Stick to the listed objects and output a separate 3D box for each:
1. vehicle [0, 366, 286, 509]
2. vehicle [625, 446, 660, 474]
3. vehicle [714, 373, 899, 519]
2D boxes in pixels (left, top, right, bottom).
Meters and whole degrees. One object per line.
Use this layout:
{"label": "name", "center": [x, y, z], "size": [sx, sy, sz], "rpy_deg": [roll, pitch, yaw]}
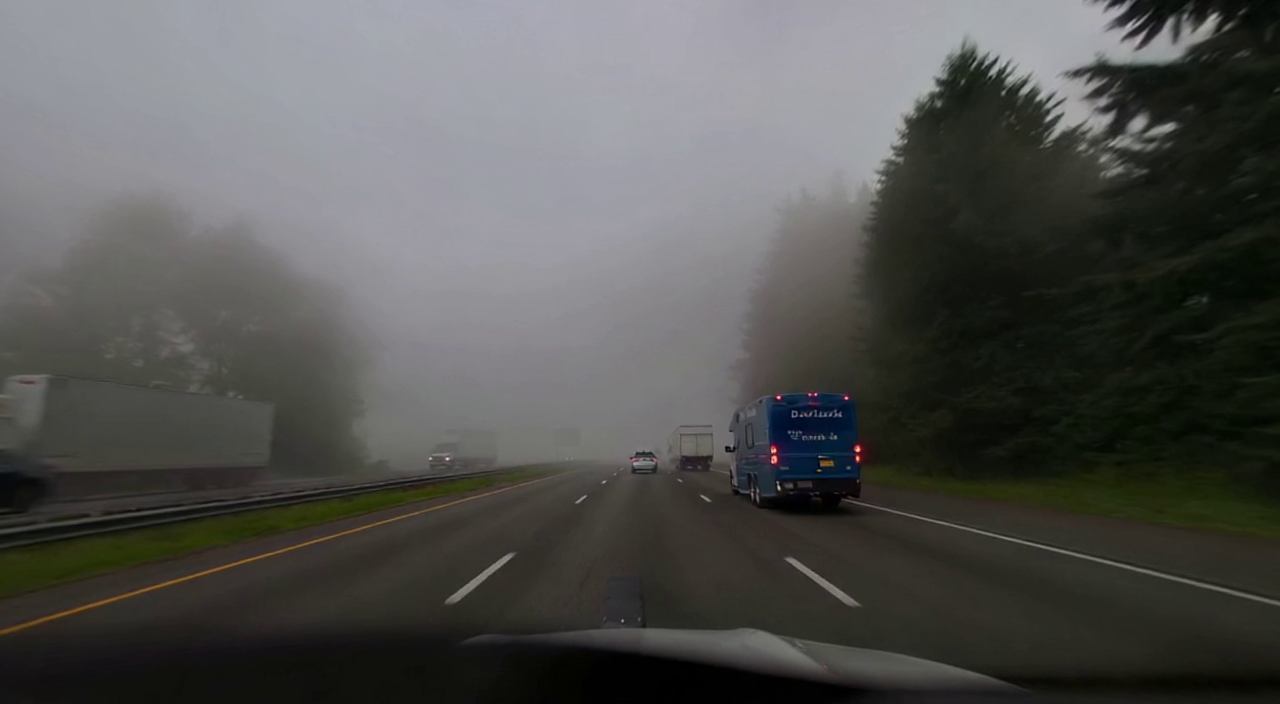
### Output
{"label": "vehicle", "center": [-19.857, 3.544, 25.233], "size": [3.189, 4.110, 13.996], "rpy_deg": [0, -9, 0]}
{"label": "vehicle", "center": [0.167, 6.917, 40.495], "size": [2.151, 1.678, 3.923], "rpy_deg": [0, -9, 0]}
{"label": "vehicle", "center": [3.848, 2.501, 16.716], "size": [2.698, 3.001, 7.323], "rpy_deg": [0, -9, -2]}
